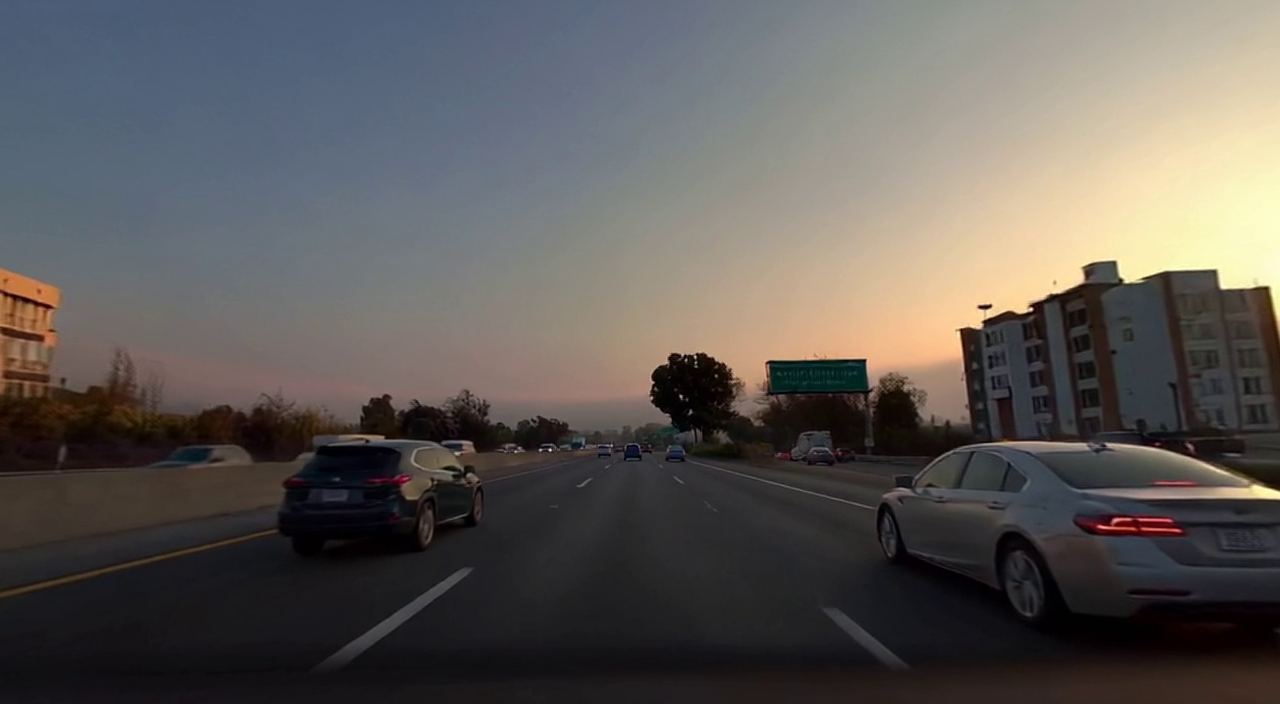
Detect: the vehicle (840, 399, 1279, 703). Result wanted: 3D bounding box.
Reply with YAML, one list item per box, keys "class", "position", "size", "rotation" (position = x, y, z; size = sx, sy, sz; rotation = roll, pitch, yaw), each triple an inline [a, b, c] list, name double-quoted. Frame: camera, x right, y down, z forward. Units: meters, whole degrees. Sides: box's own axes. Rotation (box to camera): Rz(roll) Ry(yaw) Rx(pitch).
- class: "vehicle"
  position: [3.399, 1.314, 5.209]
  size: [1.987, 1.509, 4.512]
  rotation: [0, -9, 0]

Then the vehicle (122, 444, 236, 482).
- class: "vehicle"
  position: [-22.961, 5.512, 31.773]
  size: [1.881, 1.719, 5.096]
  rotation: [0, -9, -1]

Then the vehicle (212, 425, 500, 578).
- class: "vehicle"
  position: [-3.393, 1.863, 8.714]
  size: [1.879, 1.526, 4.483]
  rotation: [0, -9, 0]
